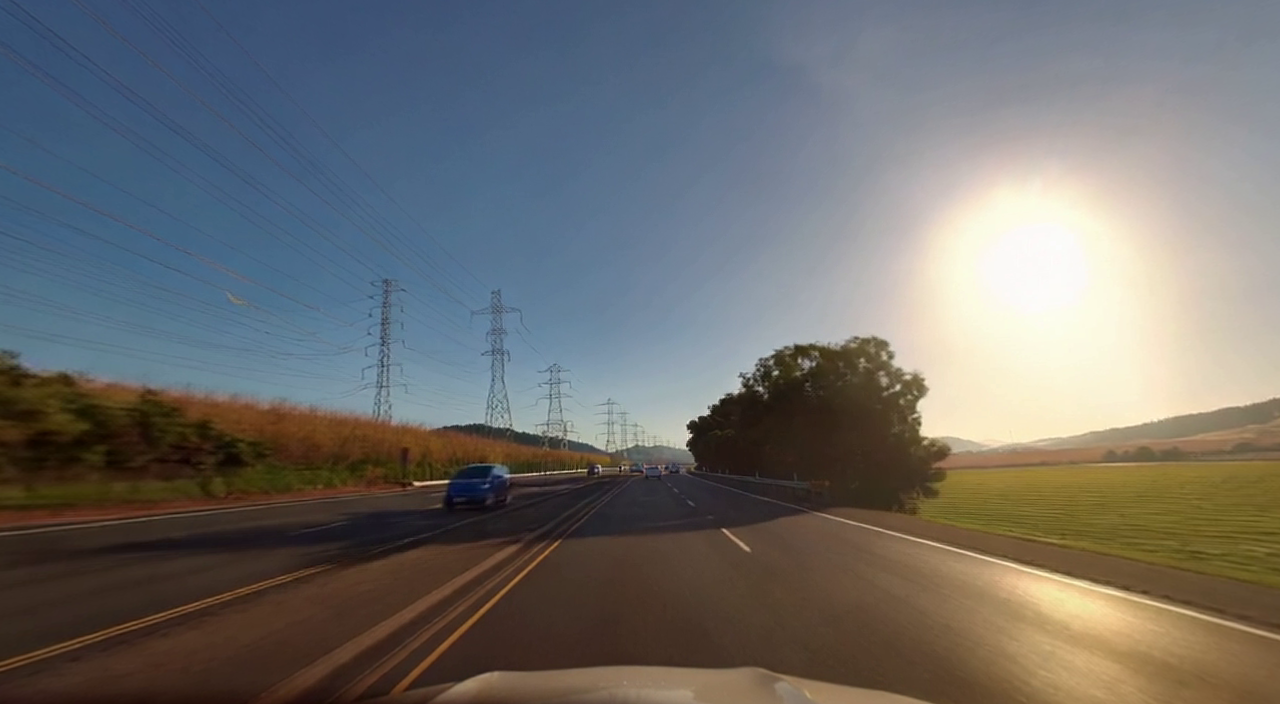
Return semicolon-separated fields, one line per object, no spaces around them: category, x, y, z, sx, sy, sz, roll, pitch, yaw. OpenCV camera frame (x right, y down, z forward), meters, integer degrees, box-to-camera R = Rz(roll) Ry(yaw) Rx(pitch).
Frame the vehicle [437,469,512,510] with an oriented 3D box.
vehicle;-7.022;5.877;27.175;2.023;1.583;4.524;1;-10;0
